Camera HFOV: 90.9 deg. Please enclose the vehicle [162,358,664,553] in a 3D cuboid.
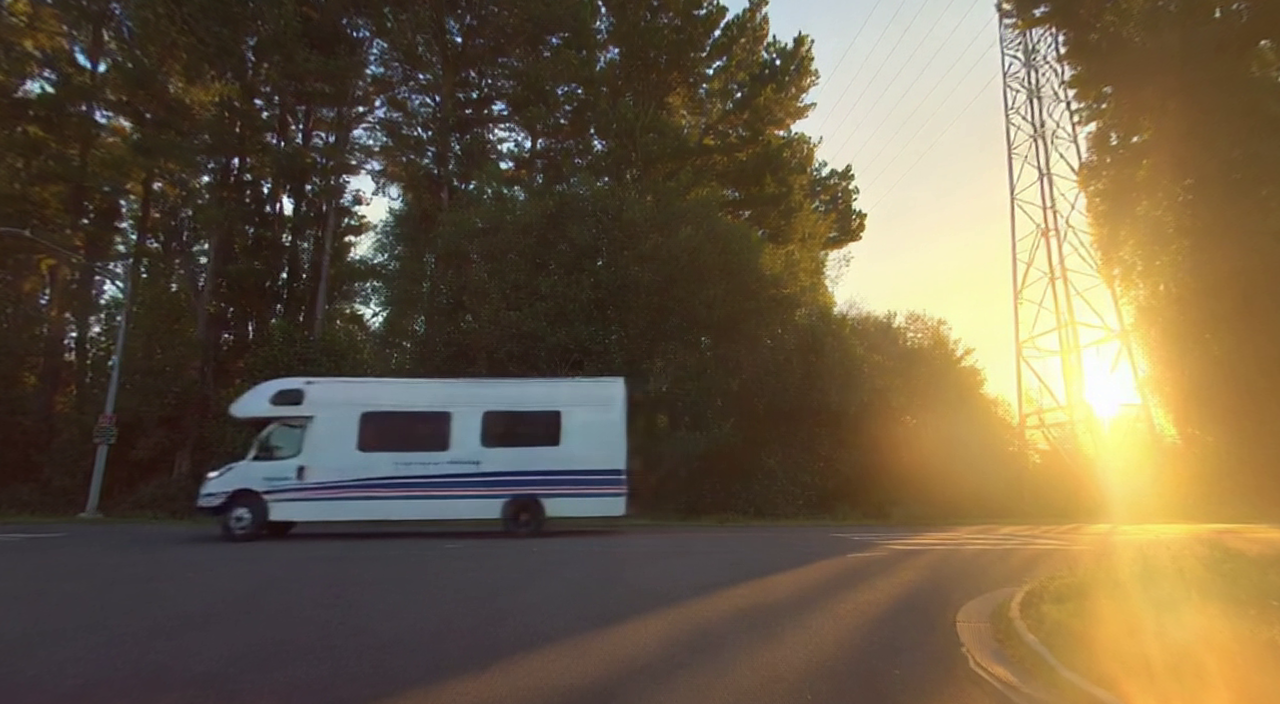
[{"bbox_3d":[-3.749,1.934,12.038,8.152,3.185,2.776,0,-9,-3],"label":"vehicle"}]
